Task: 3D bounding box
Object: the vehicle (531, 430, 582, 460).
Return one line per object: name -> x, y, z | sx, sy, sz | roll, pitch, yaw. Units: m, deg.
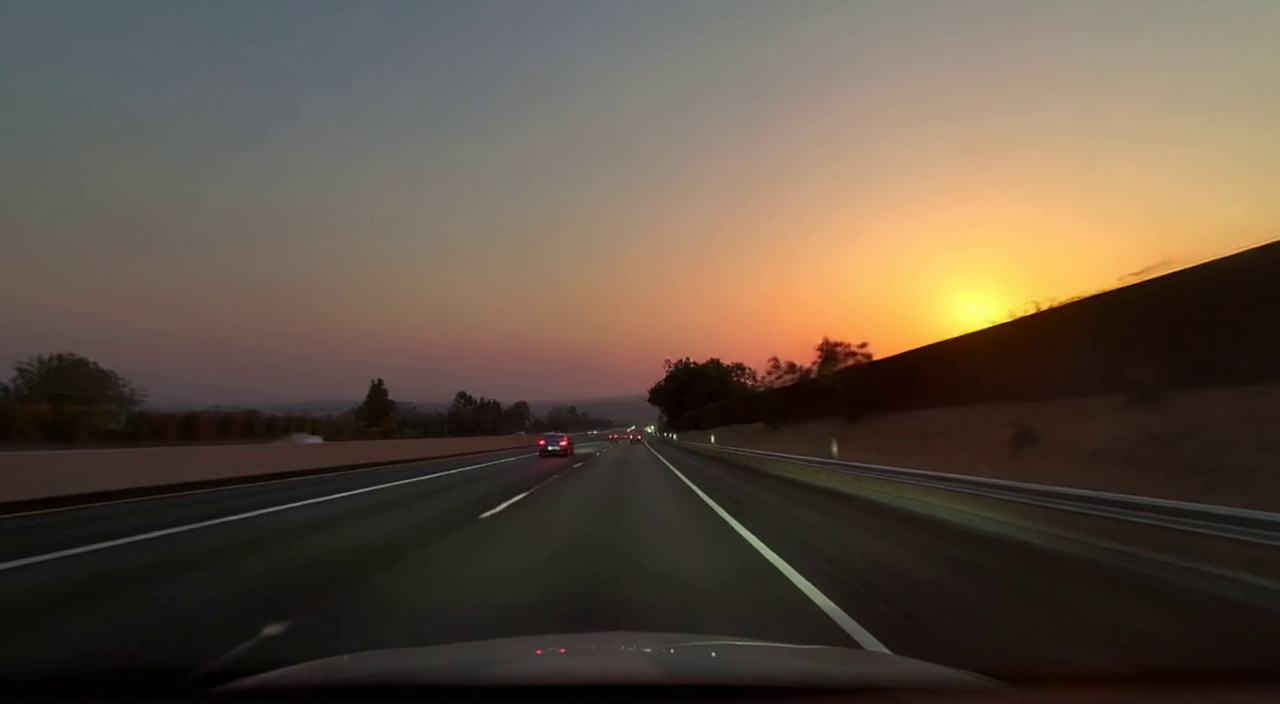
vehicle -> -4.546, 5.134, 34.884 | 2.149, 1.532, 4.905 | 0, -8, 0
